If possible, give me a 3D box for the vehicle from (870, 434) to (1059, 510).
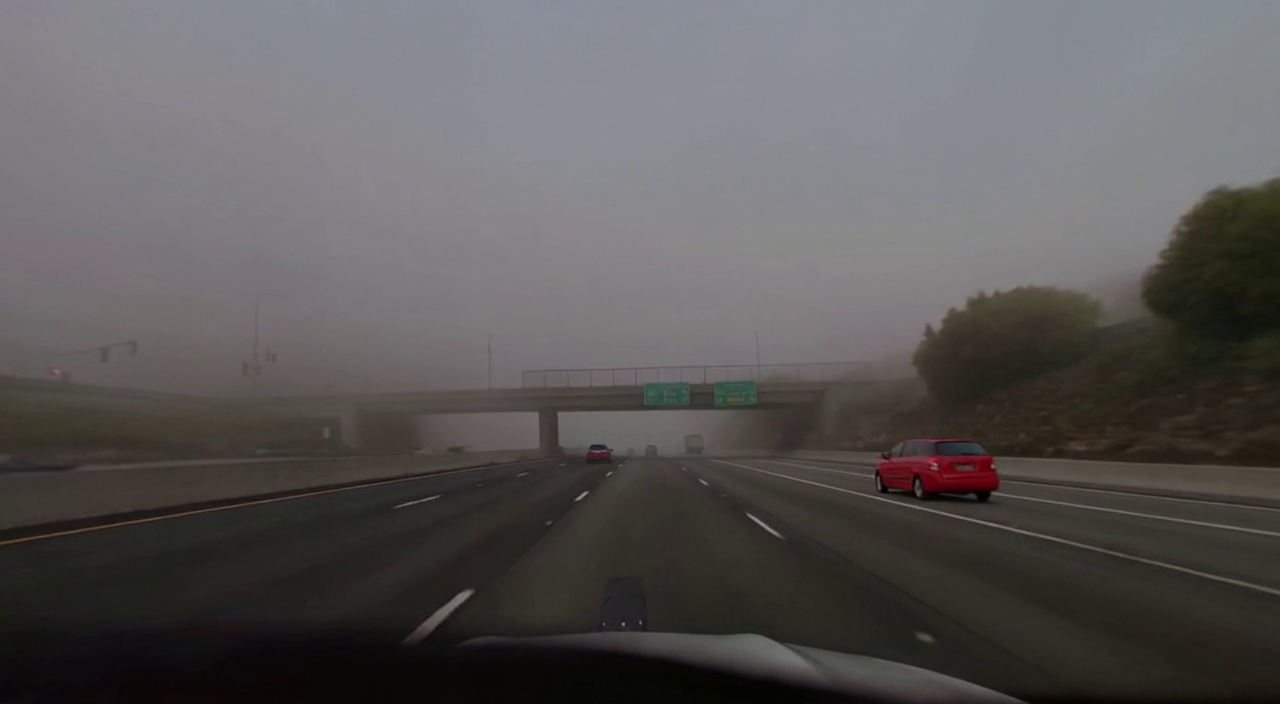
[{"bbox_3d":[7.180,2.690,14.640,1.914,1.465,4.574,0,-8,0],"label":"vehicle"}]
